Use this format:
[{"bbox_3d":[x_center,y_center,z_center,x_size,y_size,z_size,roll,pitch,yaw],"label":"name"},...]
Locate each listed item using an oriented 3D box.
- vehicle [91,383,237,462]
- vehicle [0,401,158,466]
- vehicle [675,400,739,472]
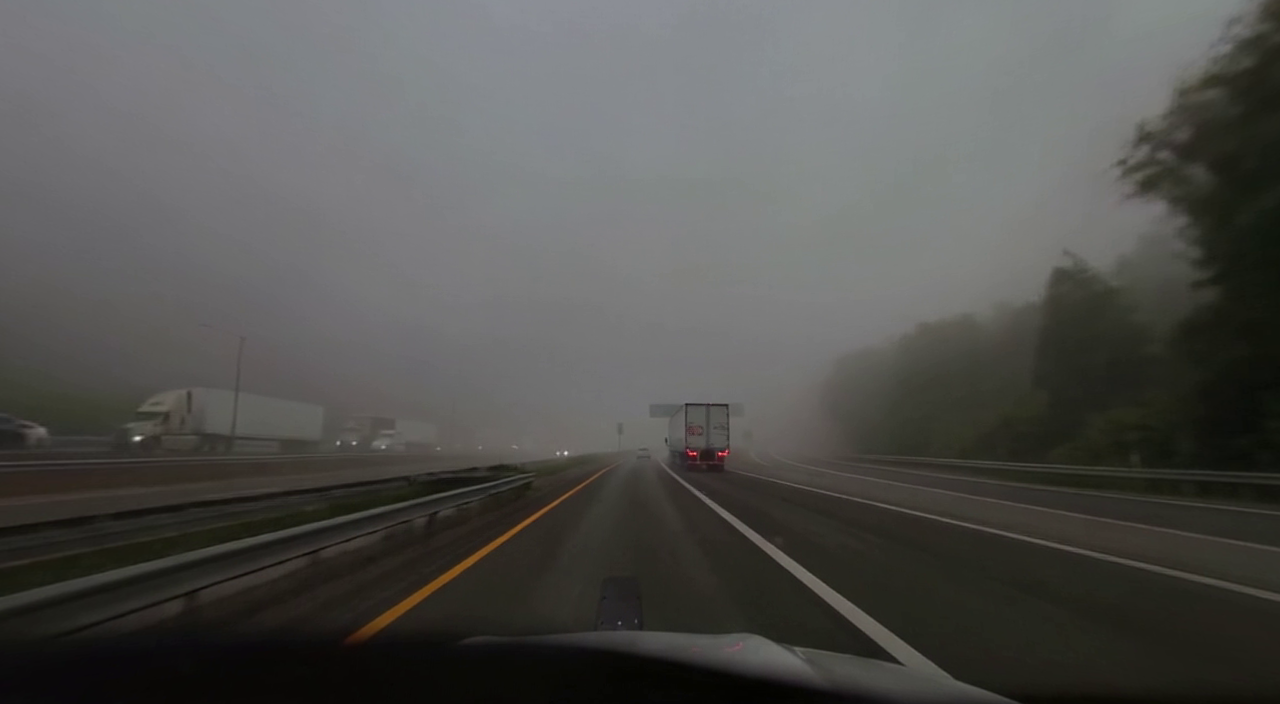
[{"bbox_3d":[-26.389,4.069,35.364,3.155,4.020,6.162,-1,-9,1],"label":"vehicle"},{"bbox_3d":[-41.558,5.581,42.673,13.324,4.137,3.346,9,-12,-44],"label":"vehicle"},{"bbox_3d":[4.234,5.841,42.965,3.185,4.154,12.638,0,-9,1],"label":"vehicle"}]
